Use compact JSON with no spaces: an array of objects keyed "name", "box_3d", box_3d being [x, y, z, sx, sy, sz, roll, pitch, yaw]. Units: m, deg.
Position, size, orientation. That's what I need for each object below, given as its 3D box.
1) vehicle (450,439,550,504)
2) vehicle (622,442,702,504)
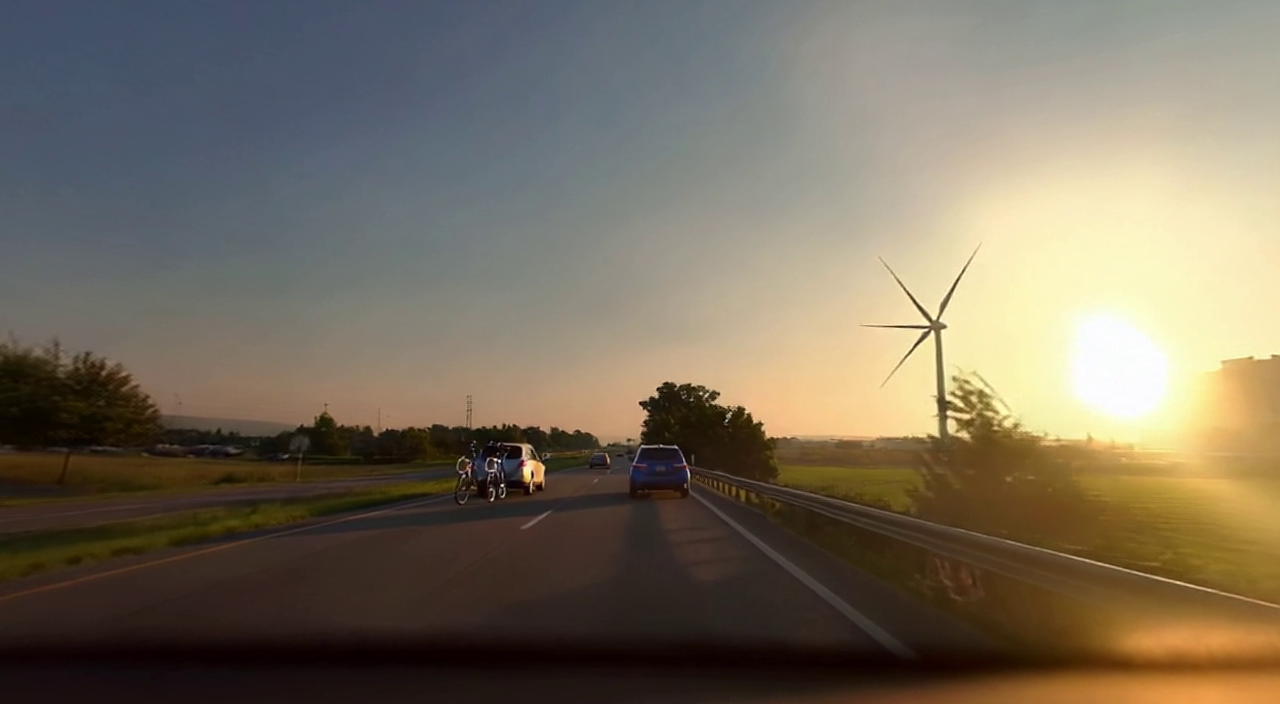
[{"name":"vehicle","box_3d":[-3.954,3.450,18.572,1.962,1.681,4.033,0,-9,1]},{"name":"vehicle","box_3d":[0.552,3.435,18.270,2.063,1.582,3.955,0,-9,-1]}]
